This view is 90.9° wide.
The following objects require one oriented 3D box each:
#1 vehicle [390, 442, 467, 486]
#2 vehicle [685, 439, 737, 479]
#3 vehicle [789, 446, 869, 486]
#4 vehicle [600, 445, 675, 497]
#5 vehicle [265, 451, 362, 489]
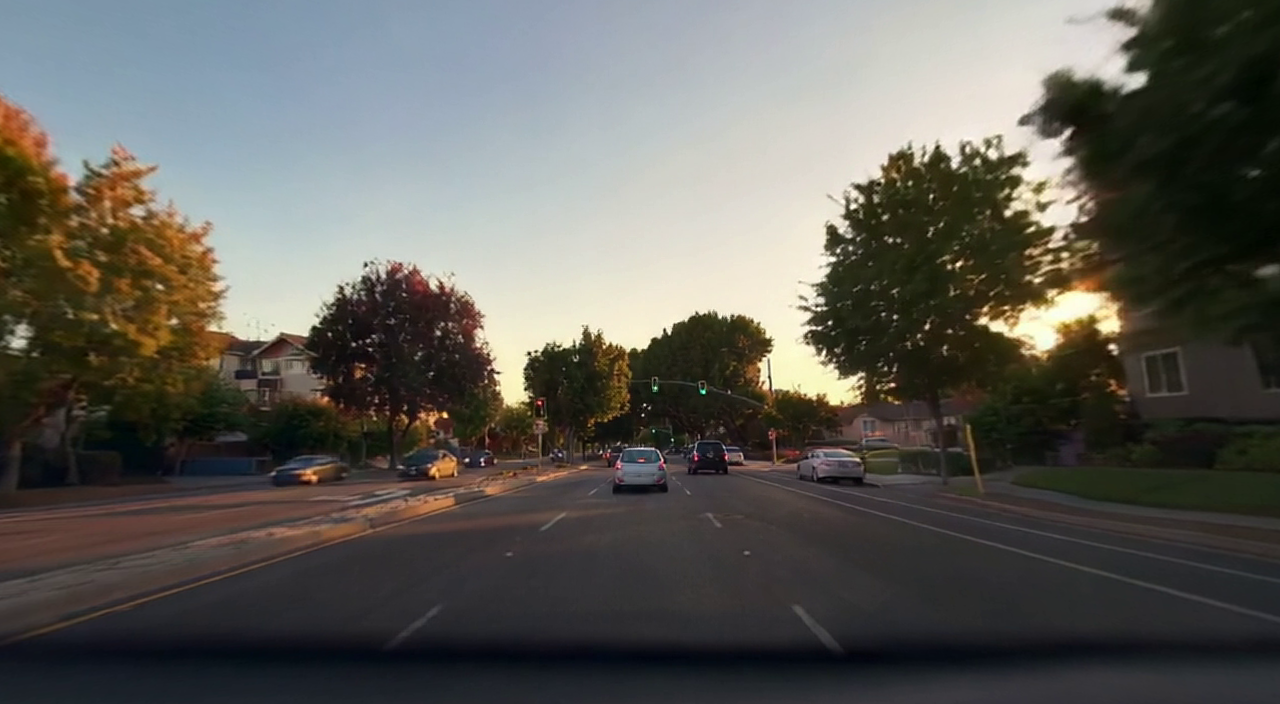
[{"bbox_3d":[-9.453,5.014,28.610,2.090,1.785,4.692,0,-9,-4],"label":"vehicle"},{"bbox_3d":[3.405,5.218,31.053,2.073,1.822,4.276,0,-9,0],"label":"vehicle"},{"bbox_3d":[7.760,4.697,26.338,1.980,1.497,4.345,0,-9,0],"label":"vehicle"},{"bbox_3d":[-0.044,3.712,20.110,2.140,1.474,4.026,0,-9,1],"label":"vehicle"},{"bbox_3d":[-14.489,5.233,28.293,1.926,1.480,4.337,0,-9,1],"label":"vehicle"}]
